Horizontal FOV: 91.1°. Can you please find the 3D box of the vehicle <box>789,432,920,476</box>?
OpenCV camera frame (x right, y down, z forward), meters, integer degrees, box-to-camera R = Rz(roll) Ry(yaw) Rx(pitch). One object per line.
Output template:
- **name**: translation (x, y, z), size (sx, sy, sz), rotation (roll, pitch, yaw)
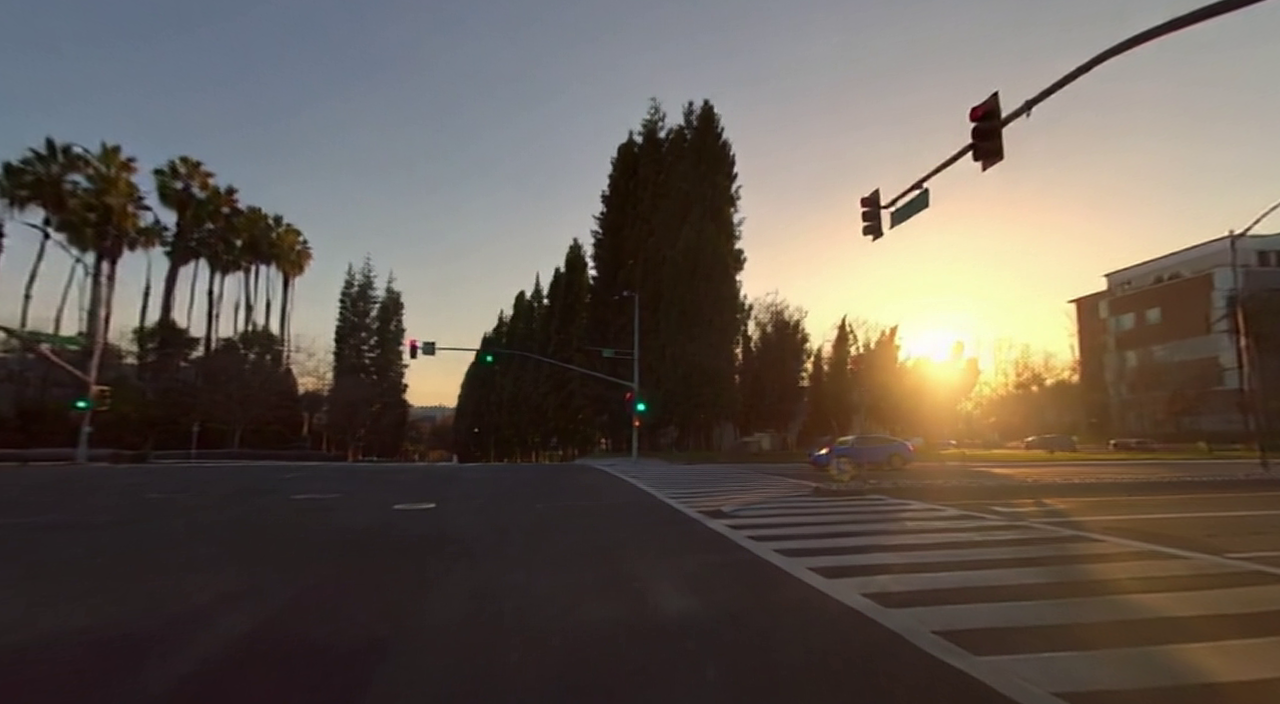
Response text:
- **vehicle**: translation (9.087, 4.350, 26.859), size (4.820, 1.751, 2.050), rotation (1, -9, -7)
